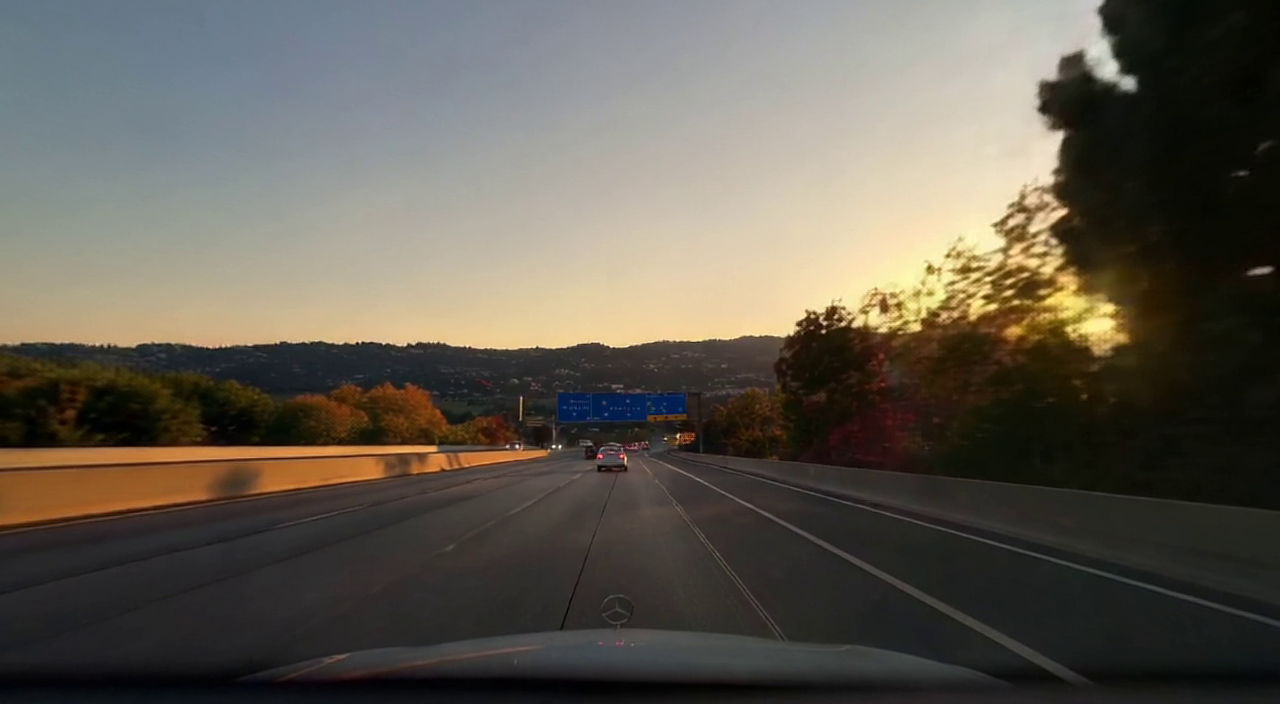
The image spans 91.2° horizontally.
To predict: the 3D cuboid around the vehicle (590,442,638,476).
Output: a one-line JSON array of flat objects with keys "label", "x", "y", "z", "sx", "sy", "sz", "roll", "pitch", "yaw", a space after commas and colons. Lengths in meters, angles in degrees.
[{"label": "vehicle", "x": -1.211, "y": 5.194, "z": 30.612, "sx": 2.055, "sy": 1.509, "sz": 4.255, "roll": -1, "pitch": -9, "yaw": 1}]
